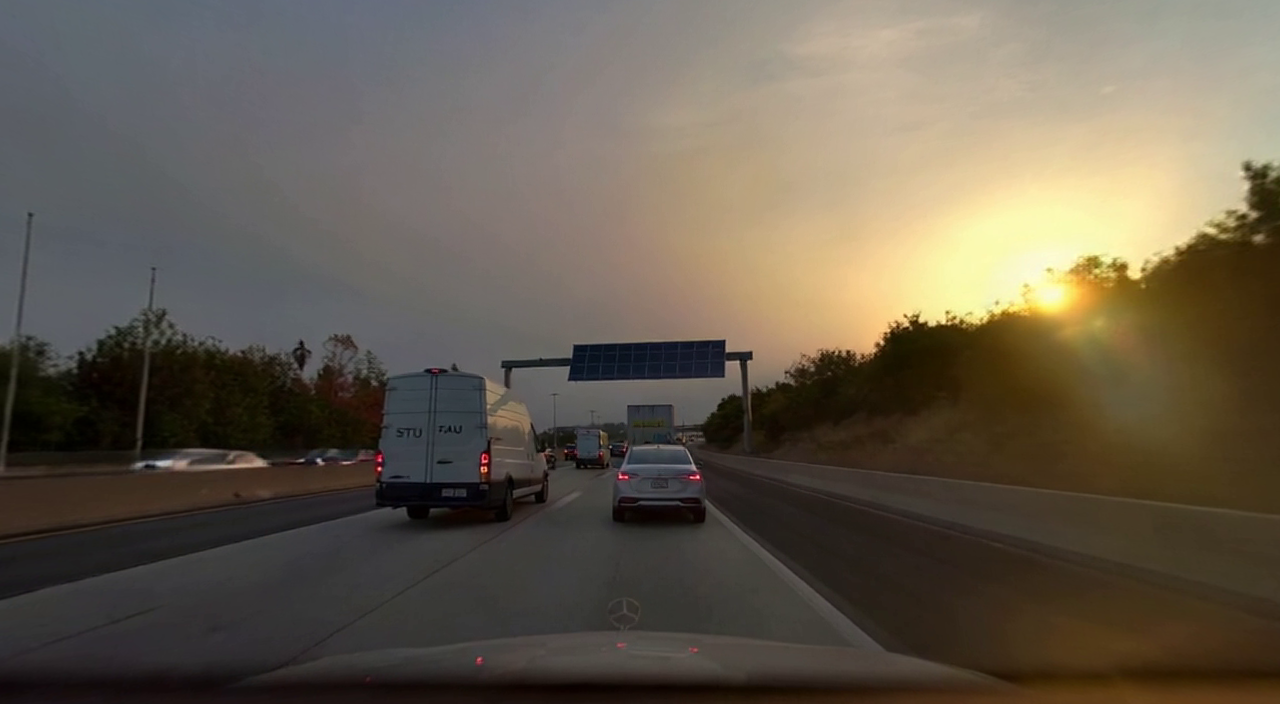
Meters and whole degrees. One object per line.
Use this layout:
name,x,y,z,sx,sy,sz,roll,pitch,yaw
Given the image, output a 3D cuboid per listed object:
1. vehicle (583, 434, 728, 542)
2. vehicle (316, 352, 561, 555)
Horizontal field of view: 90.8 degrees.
vehicle,0.200,2.218,10.809,2.063,1.507,3.488,0,-9,0
vehicle,-3.166,1.887,12.028,2.289,2.757,6.726,0,-9,1
